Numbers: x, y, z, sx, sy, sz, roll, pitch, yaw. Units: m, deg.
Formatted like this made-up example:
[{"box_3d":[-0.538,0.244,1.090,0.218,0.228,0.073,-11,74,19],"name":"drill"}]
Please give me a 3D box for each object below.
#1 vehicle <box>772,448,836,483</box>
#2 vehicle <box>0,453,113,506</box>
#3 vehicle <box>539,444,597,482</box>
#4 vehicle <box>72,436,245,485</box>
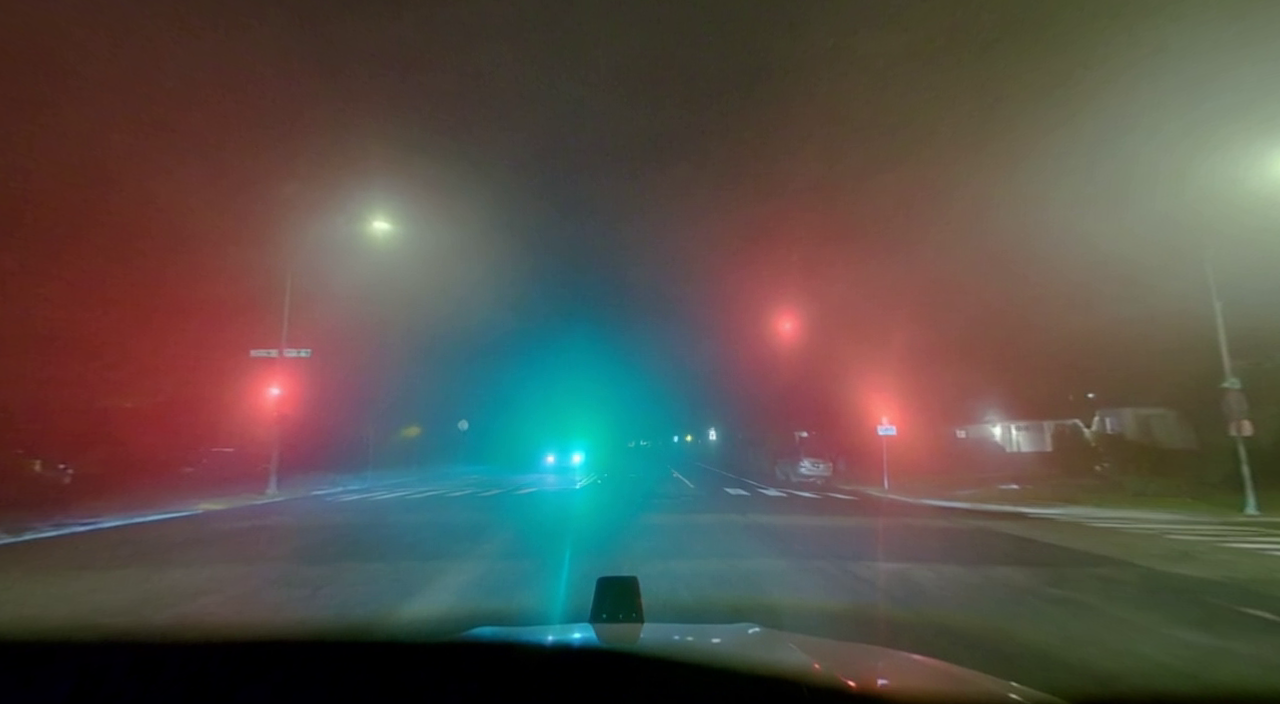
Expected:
[{"box_3d":[8.039,5.579,31.364,2.029,1.554,4.705,0,-9,2],"name":"vehicle"},{"box_3d":[-17.751,3.486,17.509,4.581,1.337,1.954,-1,-9,3],"name":"vehicle"},{"box_3d":[-2.995,4.715,27.023,2.014,1.499,3.999,0,-9,0],"name":"vehicle"},{"box_3d":[-17.910,4.045,23.692,4.743,1.734,1.994,0,-9,-1],"name":"vehicle"}]
